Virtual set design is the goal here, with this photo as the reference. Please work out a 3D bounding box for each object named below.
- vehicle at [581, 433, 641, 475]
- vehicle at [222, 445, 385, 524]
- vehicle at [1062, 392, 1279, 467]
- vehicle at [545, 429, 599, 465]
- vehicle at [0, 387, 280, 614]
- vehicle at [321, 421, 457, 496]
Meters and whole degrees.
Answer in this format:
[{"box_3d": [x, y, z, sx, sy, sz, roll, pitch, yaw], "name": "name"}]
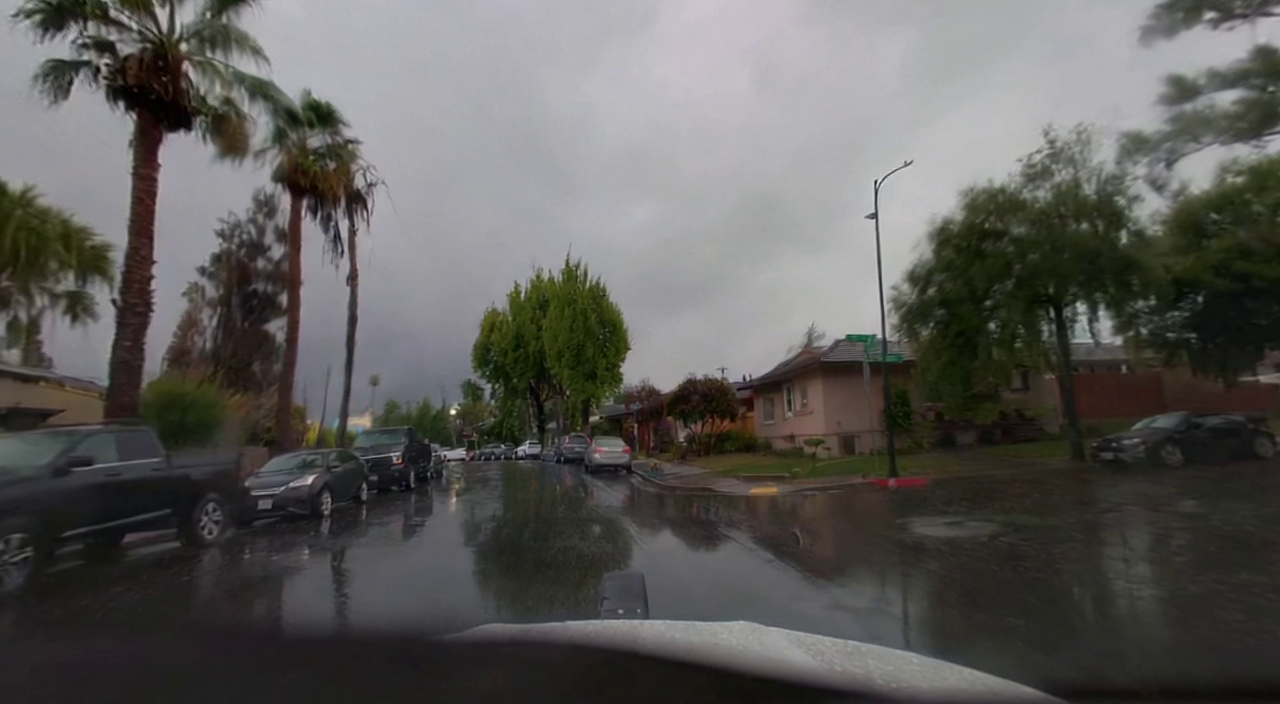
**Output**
[{"box_3d": [-1.348, 4.377, 27.308, 2.076, 1.658, 4.604, 1, -8, -9], "name": "vehicle"}, {"box_3d": [-7.791, 3.038, 15.114, 1.875, 1.585, 4.184, 1, -8, -5], "name": "vehicle"}, {"box_3d": [13.003, 1.842, 14.761, 4.950, 1.606, 2.003, 1, -8, -8], "name": "vehicle"}, {"box_3d": [-4.241, 5.775, 38.356, 2.139, 1.997, 4.864, 3, -9, -20], "name": "vehicle"}, {"box_3d": [-7.547, 1.723, 8.049, 2.556, 2.156, 6.159, 0, -8, -4], "name": "vehicle"}, {"box_3d": [-8.322, 3.604, 21.824, 2.624, 2.178, 6.522, 1, -8, -6], "name": "vehicle"}]
